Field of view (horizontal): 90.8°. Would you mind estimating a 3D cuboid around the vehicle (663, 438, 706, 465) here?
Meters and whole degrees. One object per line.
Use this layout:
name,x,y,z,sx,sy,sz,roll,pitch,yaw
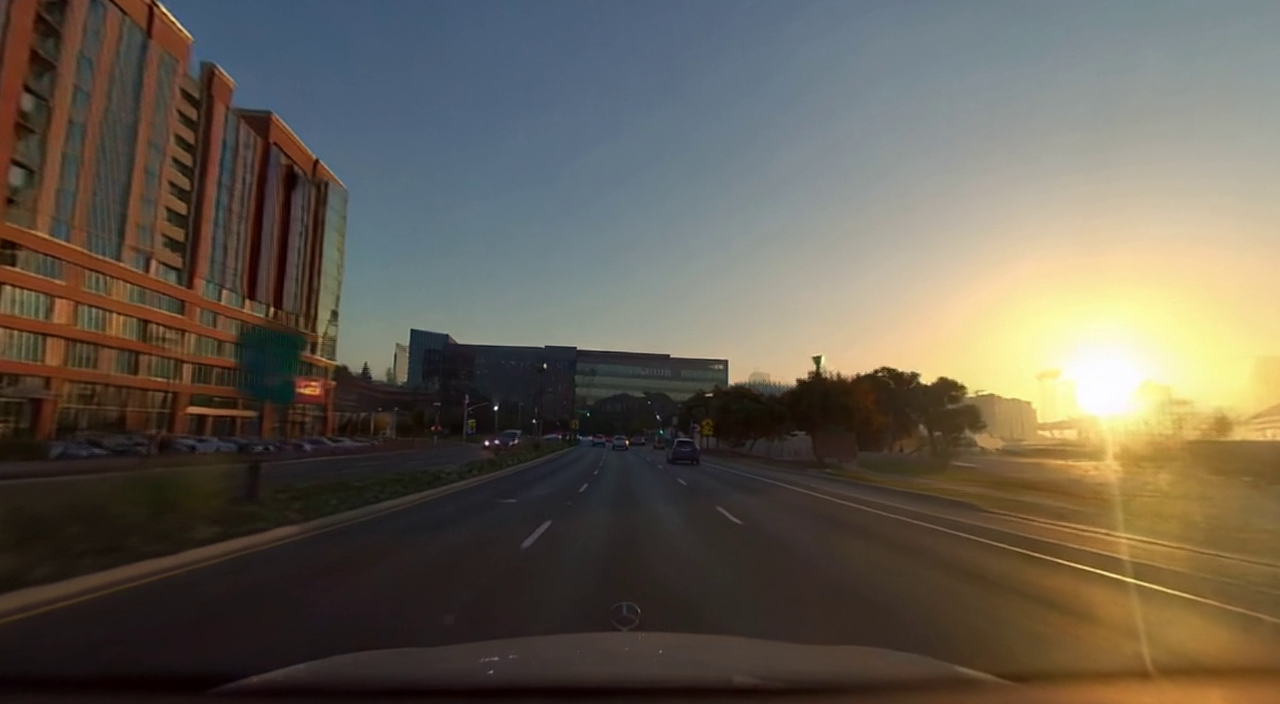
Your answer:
vehicle,2.644,6.025,38.500,2.090,1.506,4.382,0,-8,-3
